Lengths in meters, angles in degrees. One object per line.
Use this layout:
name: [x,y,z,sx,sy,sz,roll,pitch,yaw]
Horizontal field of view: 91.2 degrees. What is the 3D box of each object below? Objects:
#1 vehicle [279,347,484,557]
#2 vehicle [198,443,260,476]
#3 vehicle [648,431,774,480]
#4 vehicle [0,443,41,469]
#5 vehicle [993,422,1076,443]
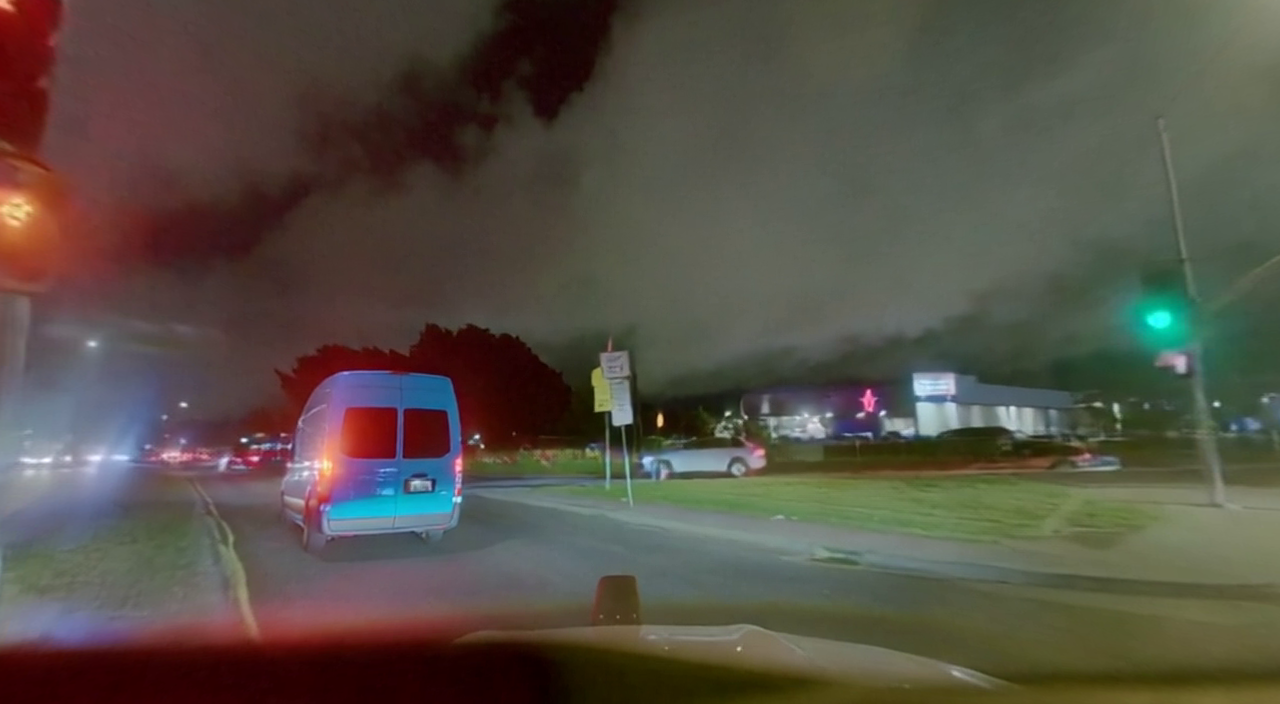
vehicle: [-4.772,1.693,10.954,2.432,2.624,5.670,5,-10,-29]
vehicle: [-20.656,5.352,31.382,1.933,1.533,4.457,8,-11,-40]
vehicle: [2.442,3.552,21.621,4.109,1.592,2.008,-1,-9,8]
vehicle: [-42.633,7.025,42.451,1.938,1.688,4.523,6,-10,-32]
vehicle: [30.024,6.186,47.813,2.003,1.520,4.883,6,-11,-34]
